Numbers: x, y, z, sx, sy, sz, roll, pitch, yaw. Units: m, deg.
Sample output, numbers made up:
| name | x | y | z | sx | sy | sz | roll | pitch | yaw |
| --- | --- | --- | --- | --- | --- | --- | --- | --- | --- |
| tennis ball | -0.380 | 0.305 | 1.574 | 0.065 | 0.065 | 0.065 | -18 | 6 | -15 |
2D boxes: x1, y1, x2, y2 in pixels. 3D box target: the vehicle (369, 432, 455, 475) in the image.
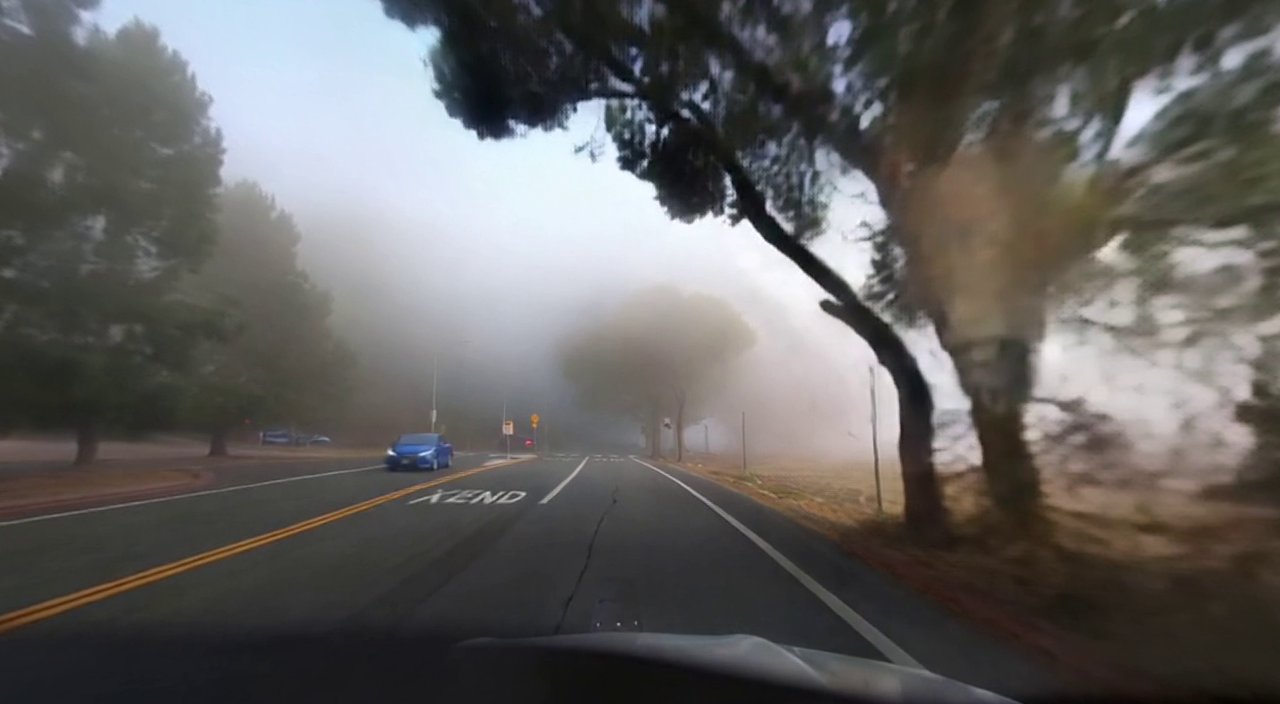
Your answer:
| name | x | y | z | sx | sy | sz | roll | pitch | yaw |
| --- | --- | --- | --- | --- | --- | --- | --- | --- | --- |
| vehicle | -9.257 | 4.149 | 25.985 | 2.129 | 1.590 | 4.616 | 0 | -8 | -4 |
